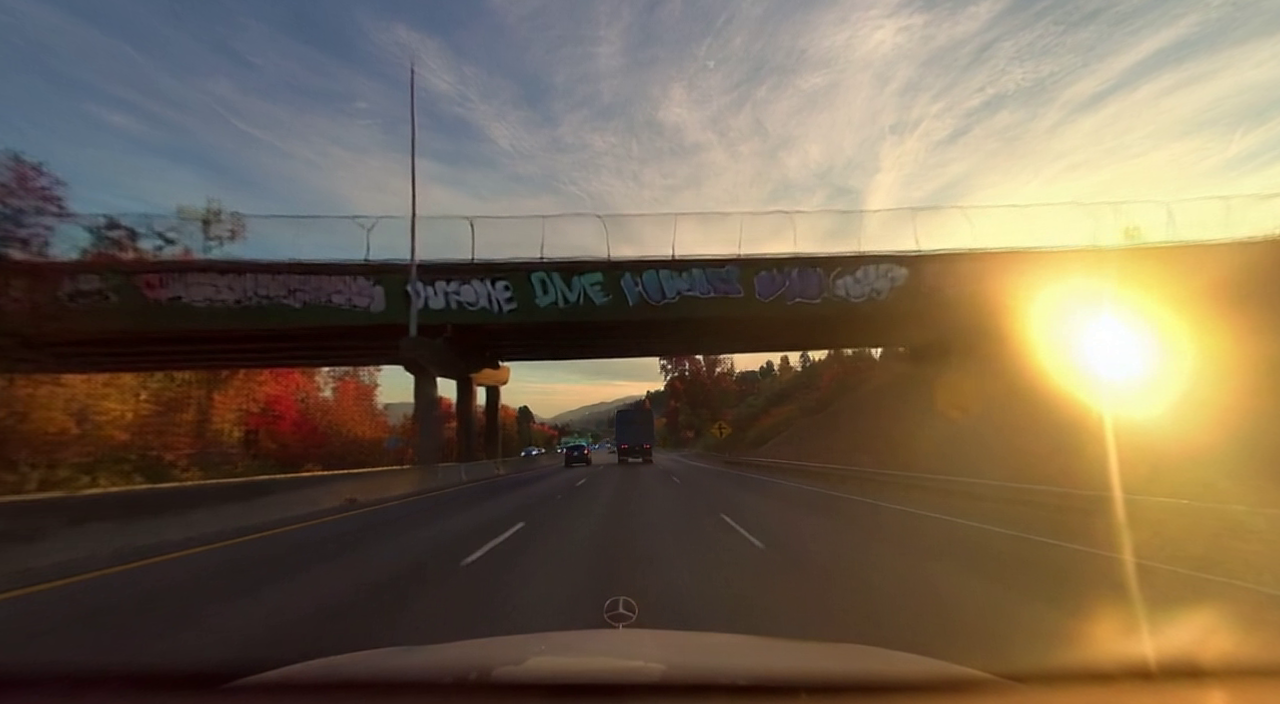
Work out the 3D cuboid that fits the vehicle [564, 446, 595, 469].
[{"bbox_3d":[-4.336,7.611,45.357,1.892,1.529,3.996,0,-9,-1],"label":"vehicle"}]
